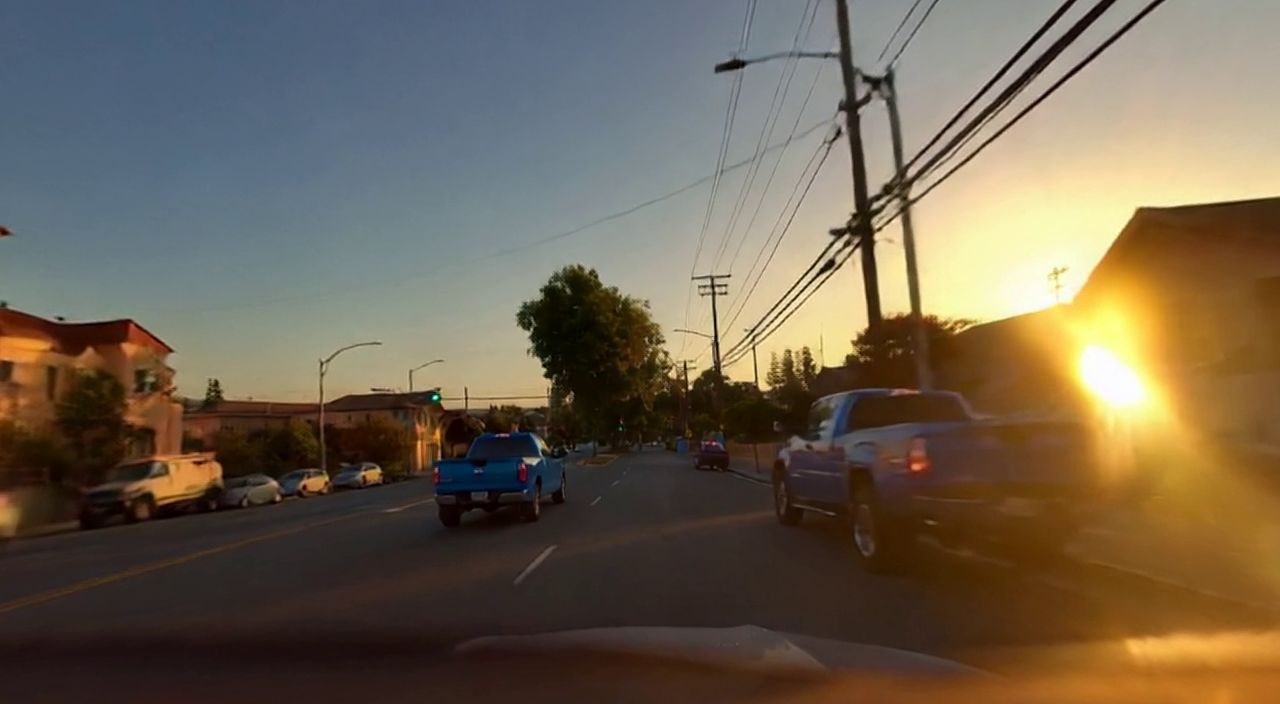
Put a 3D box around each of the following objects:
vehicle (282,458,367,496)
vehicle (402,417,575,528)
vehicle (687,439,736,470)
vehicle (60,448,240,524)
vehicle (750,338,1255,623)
[{"bbox_3d":[-15.431,6.102,31.090,2.026,1.617,3.933,-1,-8,2],"label":"vehicle"},{"bbox_3d":[-2.903,2.472,13.601,2.242,1.890,5.306,-1,-8,2],"label":"vehicle"},{"bbox_3d":[3.703,5.399,33.265,2.012,1.491,4.333,0,-8,0],"label":"vehicle"},{"bbox_3d":[-19.200,5.180,25.239,2.159,2.586,5.899,-1,-8,3],"label":"vehicle"},{"bbox_3d":[3.120,1.383,7.806,2.415,2.004,6.589,0,-8,1],"label":"vehicle"}]
